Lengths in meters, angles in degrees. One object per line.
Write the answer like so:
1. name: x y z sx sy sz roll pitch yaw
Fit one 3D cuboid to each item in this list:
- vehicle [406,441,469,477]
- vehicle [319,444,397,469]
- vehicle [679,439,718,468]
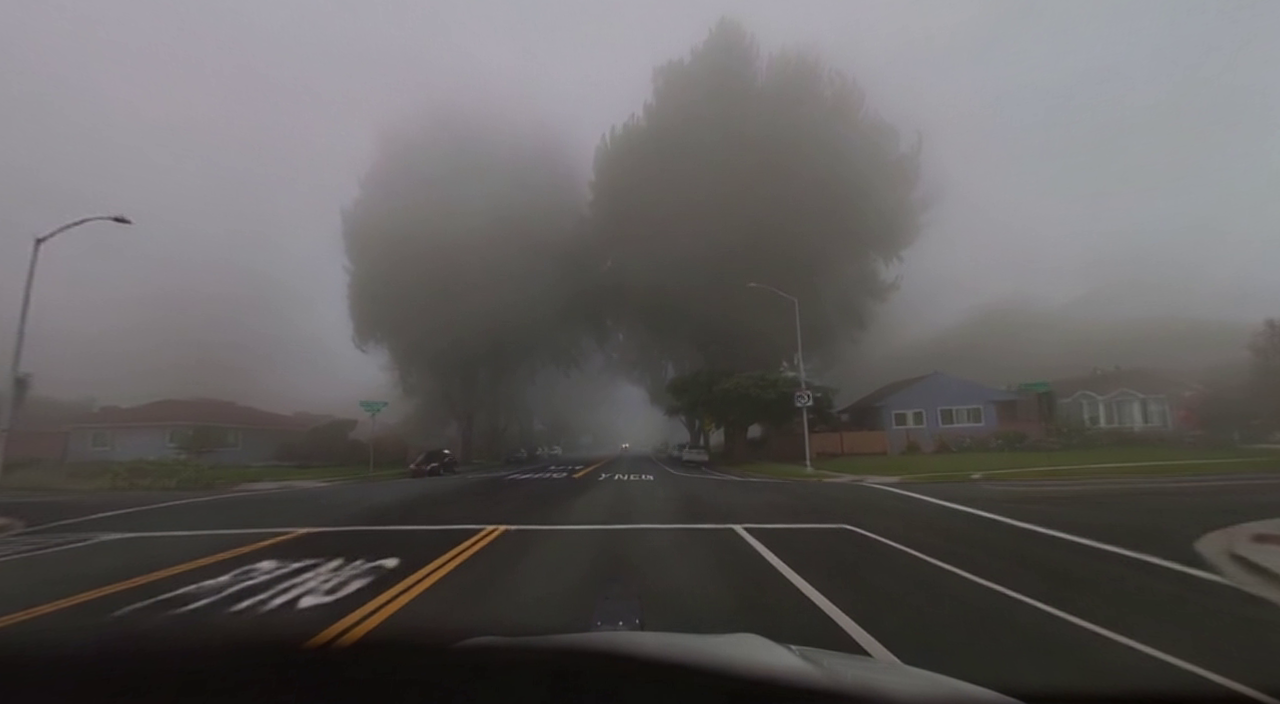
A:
1. vehicle: -12.183 6.468 38.497 2.199 1.988 5.454 0 -9 -2
2. vehicle: -19.465 7.232 43.774 4.450 1.677 2.027 0 -9 -3
3. vehicle: 3.783 6.670 41.658 2.027 1.751 4.433 0 -9 -2
